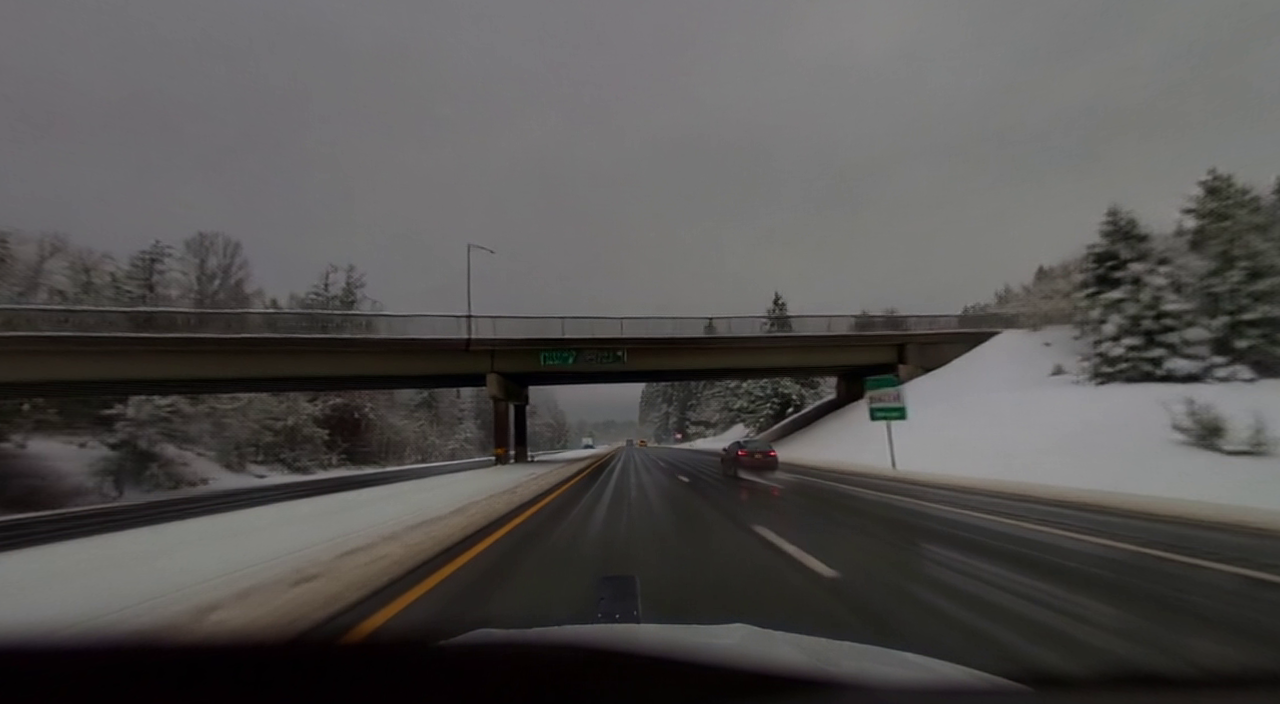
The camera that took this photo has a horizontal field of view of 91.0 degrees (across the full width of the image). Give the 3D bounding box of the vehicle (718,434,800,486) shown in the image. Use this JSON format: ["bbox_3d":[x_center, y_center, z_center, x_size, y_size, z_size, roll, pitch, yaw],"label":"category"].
[{"bbox_3d":[3.664,3.377,19.972,1.781,1.470,3.540,0,-8,-2],"label":"vehicle"}]
